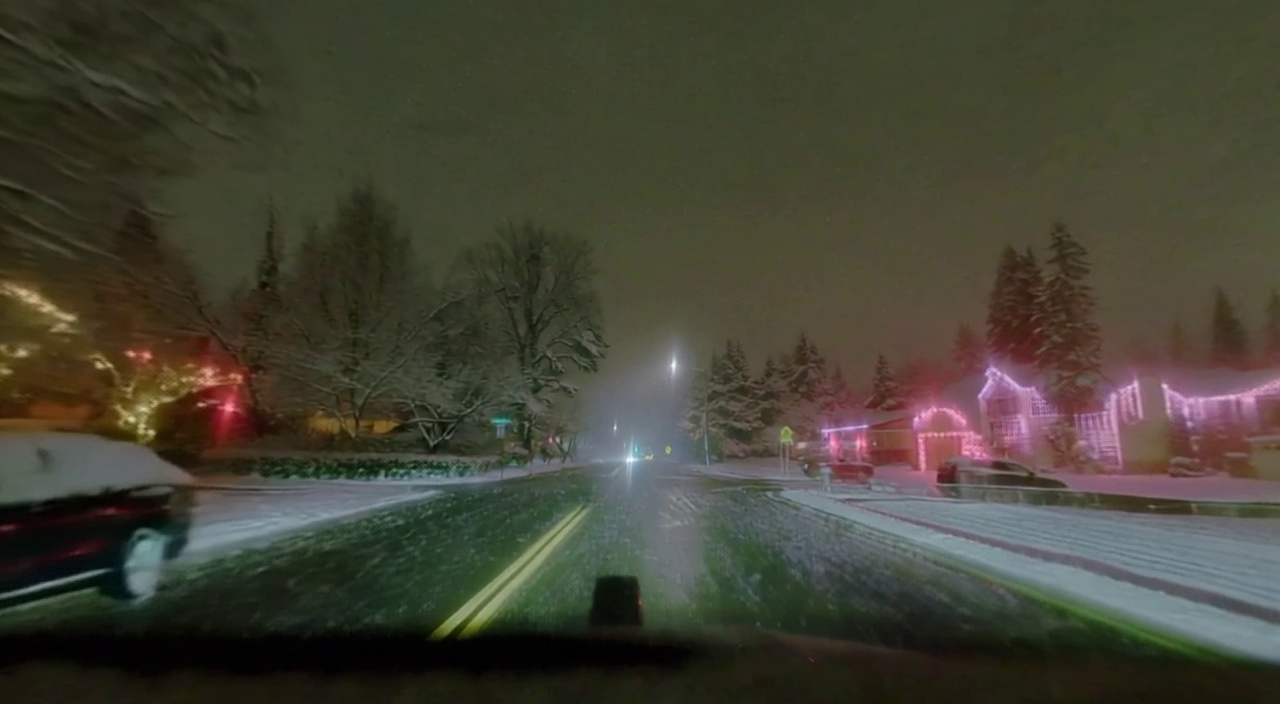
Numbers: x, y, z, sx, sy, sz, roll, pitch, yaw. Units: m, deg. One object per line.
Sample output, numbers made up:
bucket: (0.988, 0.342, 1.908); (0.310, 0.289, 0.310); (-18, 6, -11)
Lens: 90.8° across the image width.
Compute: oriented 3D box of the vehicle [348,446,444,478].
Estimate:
vehicle: (-15.628, 6.999, 40.271); (6.072, 1.882, 2.277); (-5, -10, 29)

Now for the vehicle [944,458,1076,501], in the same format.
vehicle: (14.477, 4.991, 24.958); (4.231, 1.493, 1.941); (-5, -10, 28)

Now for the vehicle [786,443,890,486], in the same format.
vehicle: (10.839, 6.159, 34.626); (4.854, 1.771, 2.123); (-12, -12, 28)

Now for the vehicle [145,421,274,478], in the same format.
vehicle: (-17.498, 4.007, 25.638); (4.918, 1.918, 2.002); (-8, -11, 24)

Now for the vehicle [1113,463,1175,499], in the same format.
vehicle: (27.013, 6.887, 33.962); (1.916, 1.620, 3.519); (-4, -9, 28)

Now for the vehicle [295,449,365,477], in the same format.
vehicle: (-21.372, 7.617, 43.450); (4.507, 1.774, 1.923); (-5, -10, 27)

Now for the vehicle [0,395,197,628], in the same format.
vehicle: (-5.913, 1.299, 4.721); (1.924, 1.765, 4.542); (-7, -13, 0)
